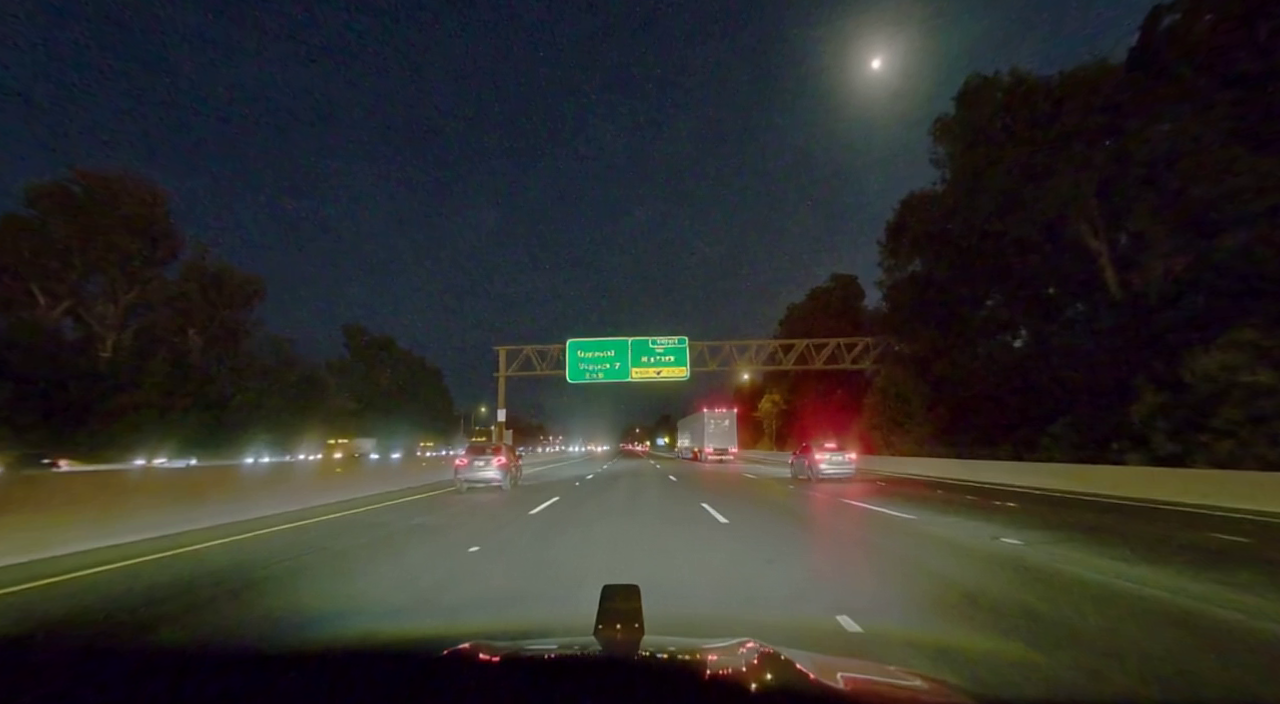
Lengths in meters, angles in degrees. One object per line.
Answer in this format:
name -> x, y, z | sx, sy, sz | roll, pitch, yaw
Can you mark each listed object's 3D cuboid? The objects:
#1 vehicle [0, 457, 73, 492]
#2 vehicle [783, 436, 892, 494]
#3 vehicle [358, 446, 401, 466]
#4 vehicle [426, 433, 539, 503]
vehicle -> -26.635, 5.172, 26.867 | 1.707, 1.364, 3.608 | 0, -9, -3
vehicle -> 6.217, 3.602, 20.502 | 1.991, 1.647, 4.409 | 0, -9, -1
vehicle -> -19.879, 7.953, 48.339 | 1.847, 1.440, 3.572 | 0, -9, -1
vehicle -> -4.087, 3.088, 17.178 | 2.027, 1.651, 4.099 | 0, -9, 0
